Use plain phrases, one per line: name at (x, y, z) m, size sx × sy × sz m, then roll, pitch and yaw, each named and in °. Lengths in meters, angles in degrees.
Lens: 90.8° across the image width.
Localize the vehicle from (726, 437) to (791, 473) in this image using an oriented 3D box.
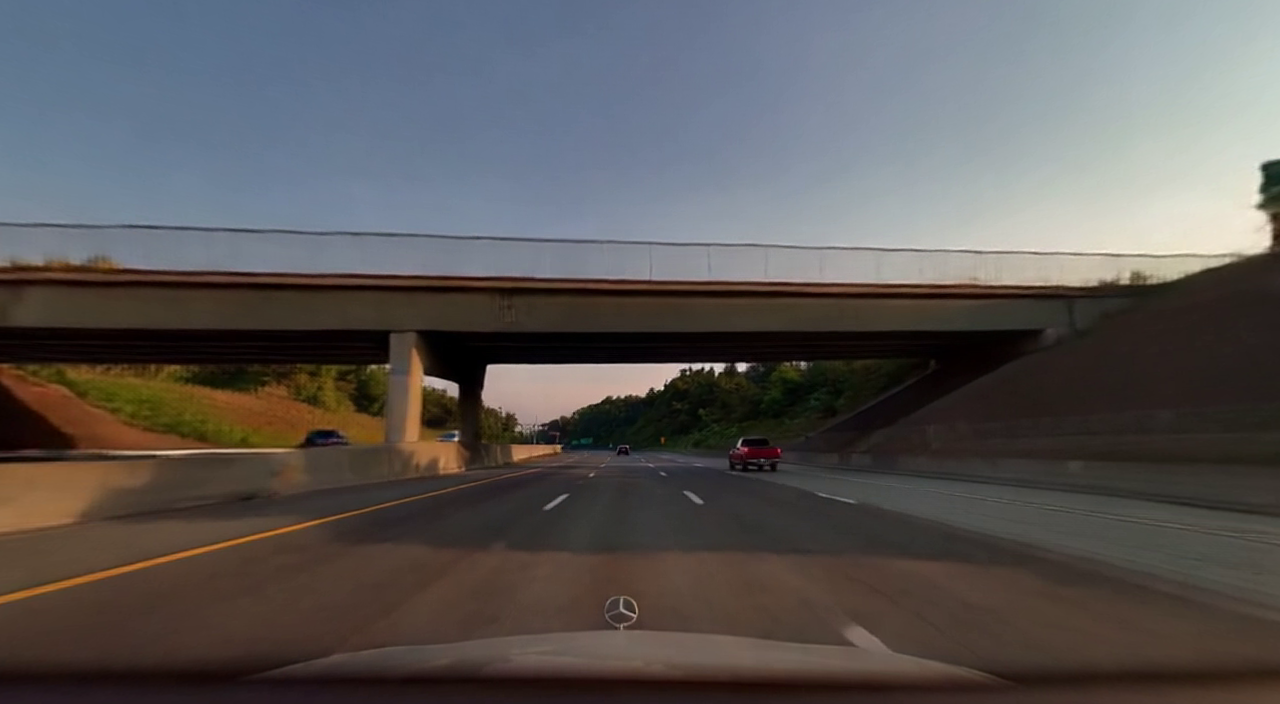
vehicle at (6.586, 5.838, 35.992) m, size 2.395 × 1.819 × 6.086 m, roll 0°, pitch -9°, yaw -2°

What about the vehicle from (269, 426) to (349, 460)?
vehicle at (-19.689, 5.470, 37.885) m, size 2.068 × 1.863 × 4.944 m, roll 0°, pitch -9°, yaw 0°
